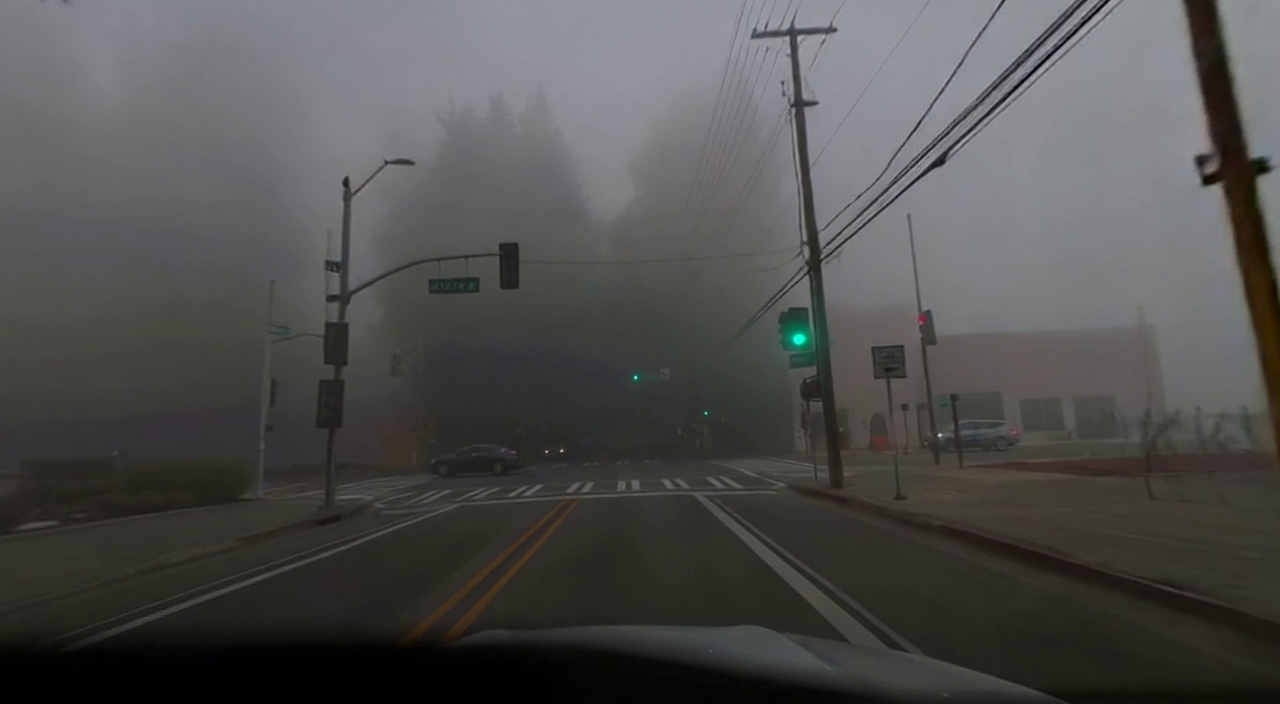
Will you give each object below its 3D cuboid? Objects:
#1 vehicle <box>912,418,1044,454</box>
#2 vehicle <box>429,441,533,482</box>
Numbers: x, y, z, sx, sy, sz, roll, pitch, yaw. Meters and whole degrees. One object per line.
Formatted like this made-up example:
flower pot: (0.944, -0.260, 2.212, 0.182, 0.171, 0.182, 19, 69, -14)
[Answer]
vehicle: (14.598, 3.651, 27.470, 4.632, 1.484, 1.907, 0, -8, -1)
vehicle: (-6.878, 4.612, 27.038, 4.624, 1.478, 2.118, -8, -7, 42)
